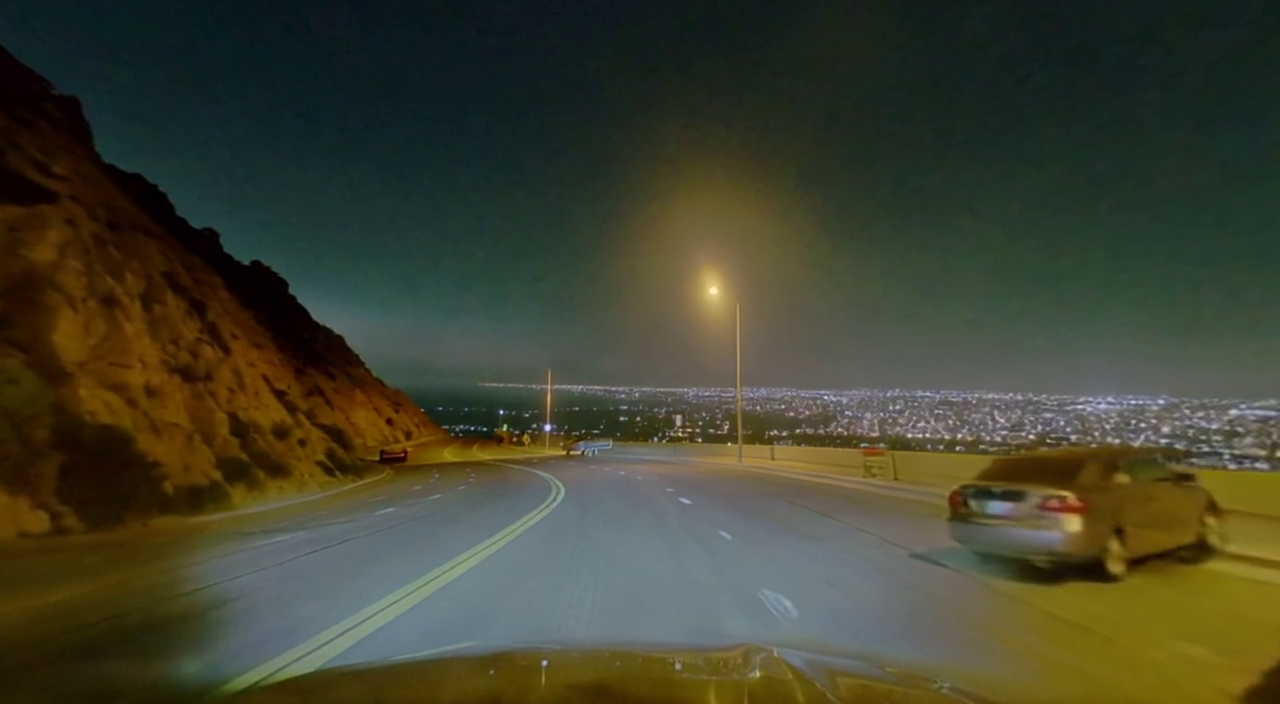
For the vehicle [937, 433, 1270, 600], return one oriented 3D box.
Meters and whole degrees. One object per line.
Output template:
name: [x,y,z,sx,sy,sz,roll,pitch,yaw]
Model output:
vehicle: [5.817,1.764,7.753,4.467,1.439,2.028,6,-11,-38]
